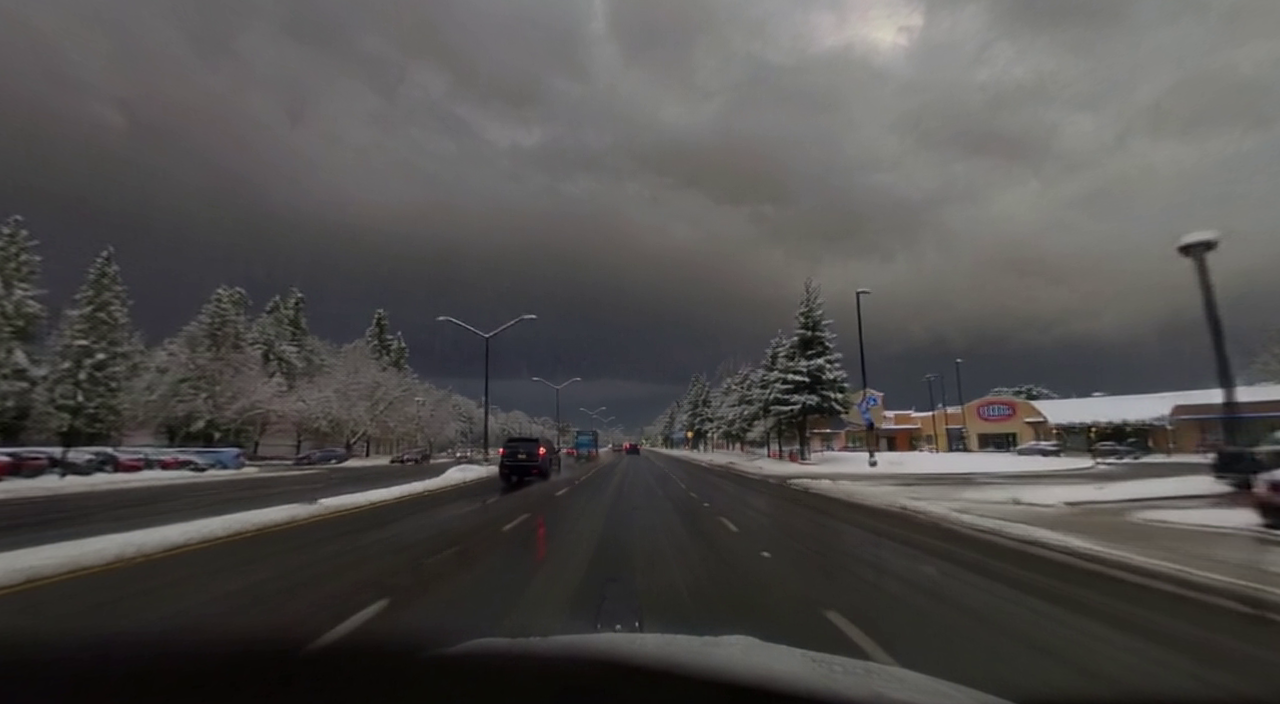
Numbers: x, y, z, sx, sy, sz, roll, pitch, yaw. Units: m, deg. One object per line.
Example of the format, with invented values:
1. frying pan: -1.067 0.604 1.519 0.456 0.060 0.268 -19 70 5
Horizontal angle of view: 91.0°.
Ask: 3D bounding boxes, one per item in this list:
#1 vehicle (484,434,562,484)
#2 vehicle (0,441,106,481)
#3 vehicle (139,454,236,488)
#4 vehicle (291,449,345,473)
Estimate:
1. vehicle: -4.290 3.993 23.742 2.109 1.672 4.256 0 -8 0
2. vehicle: -32.839 5.822 33.892 6.044 2.034 2.218 0 -8 0
3. vehicle: -22.838 6.005 31.977 1.858 1.530 4.044 0 -8 0
4. vehicle: -23.189 7.821 45.477 1.836 1.582 4.075 0 -8 -1
